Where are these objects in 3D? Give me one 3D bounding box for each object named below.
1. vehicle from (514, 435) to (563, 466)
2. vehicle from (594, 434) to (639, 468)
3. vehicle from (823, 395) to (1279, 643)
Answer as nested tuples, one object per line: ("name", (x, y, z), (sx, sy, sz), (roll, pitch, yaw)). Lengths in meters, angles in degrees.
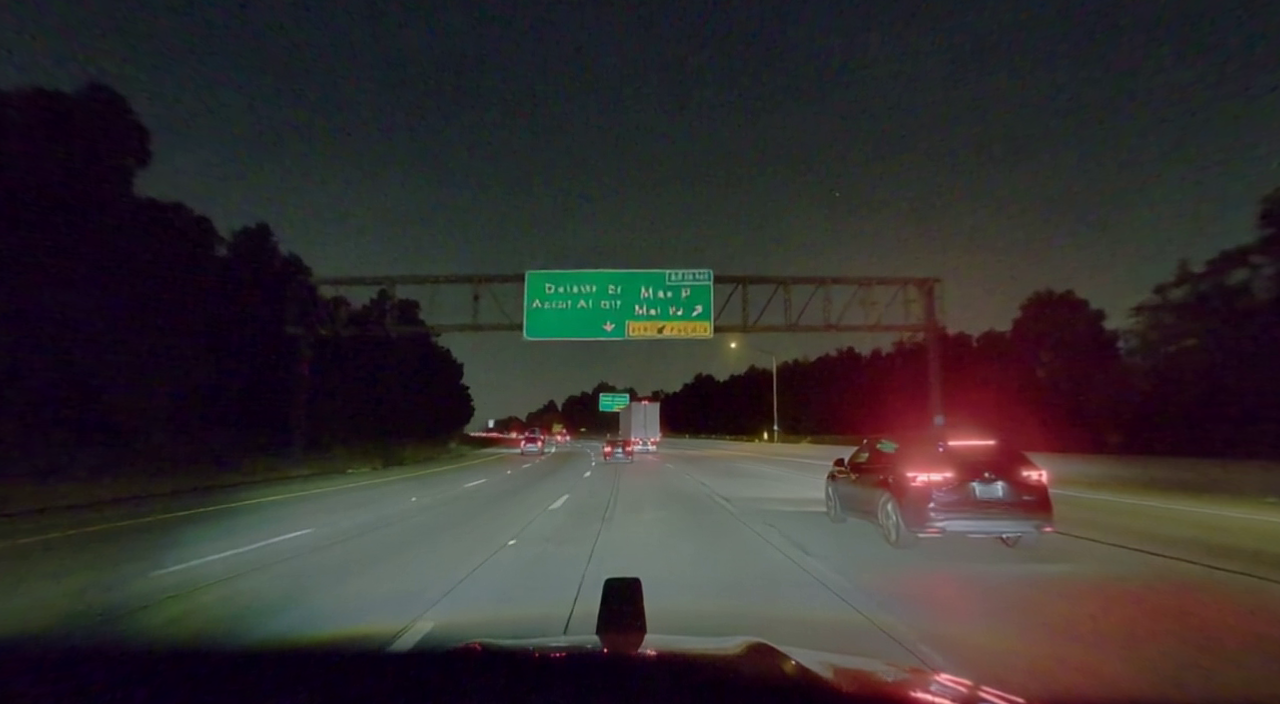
("vehicle", (-5.305, 5.186, 33.350), (2.072, 1.512, 4.043), (0, -8, -2))
("vehicle", (-1.144, 4.792, 30.655), (2.020, 1.516, 3.951), (0, -8, -2))
("vehicle", (3.411, 1.320, 6.033), (1.971, 1.472, 4.301), (-1, -8, -1))
